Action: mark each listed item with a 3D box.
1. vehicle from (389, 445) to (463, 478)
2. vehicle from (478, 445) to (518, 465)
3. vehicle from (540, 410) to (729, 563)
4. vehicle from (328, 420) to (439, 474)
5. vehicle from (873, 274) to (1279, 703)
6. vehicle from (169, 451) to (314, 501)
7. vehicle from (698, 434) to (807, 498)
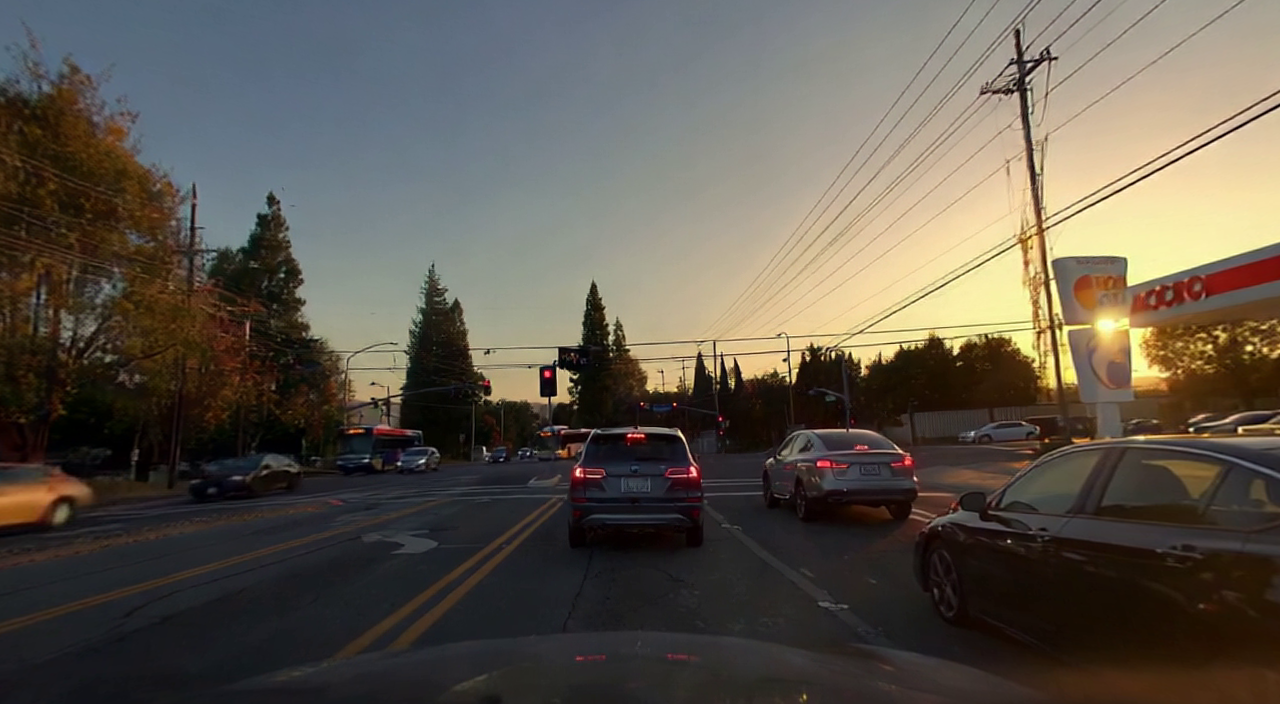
[{"bbox_3d":[-10.564,5.438,31.619,2.030,1.498,4.690,0,-9,0],"label":"vehicle"},{"bbox_3d":[-10.893,7.925,48.728,1.976,1.483,4.630,0,-9,0],"label":"vehicle"},{"bbox_3d":[-0.113,1.799,9.113,2.087,1.677,4.053,0,-9,-1],"label":"vehicle"},{"bbox_3d":[-18.573,7.087,47.129,3.010,3.475,12.655,0,-9,0],"label":"vehicle"},{"bbox_3d":[3.082,0.843,3.266,2.049,1.813,4.245,0,-9,-1],"label":"vehicle"},{"bbox_3d":[-13.503,4.195,21.821,1.967,1.486,4.701,0,-9,-1],"label":"vehicle"},{"bbox_3d":[2.881,3.037,17.227,2.040,1.481,4.407,0,-9,-2],"label":"vehicle"}]
